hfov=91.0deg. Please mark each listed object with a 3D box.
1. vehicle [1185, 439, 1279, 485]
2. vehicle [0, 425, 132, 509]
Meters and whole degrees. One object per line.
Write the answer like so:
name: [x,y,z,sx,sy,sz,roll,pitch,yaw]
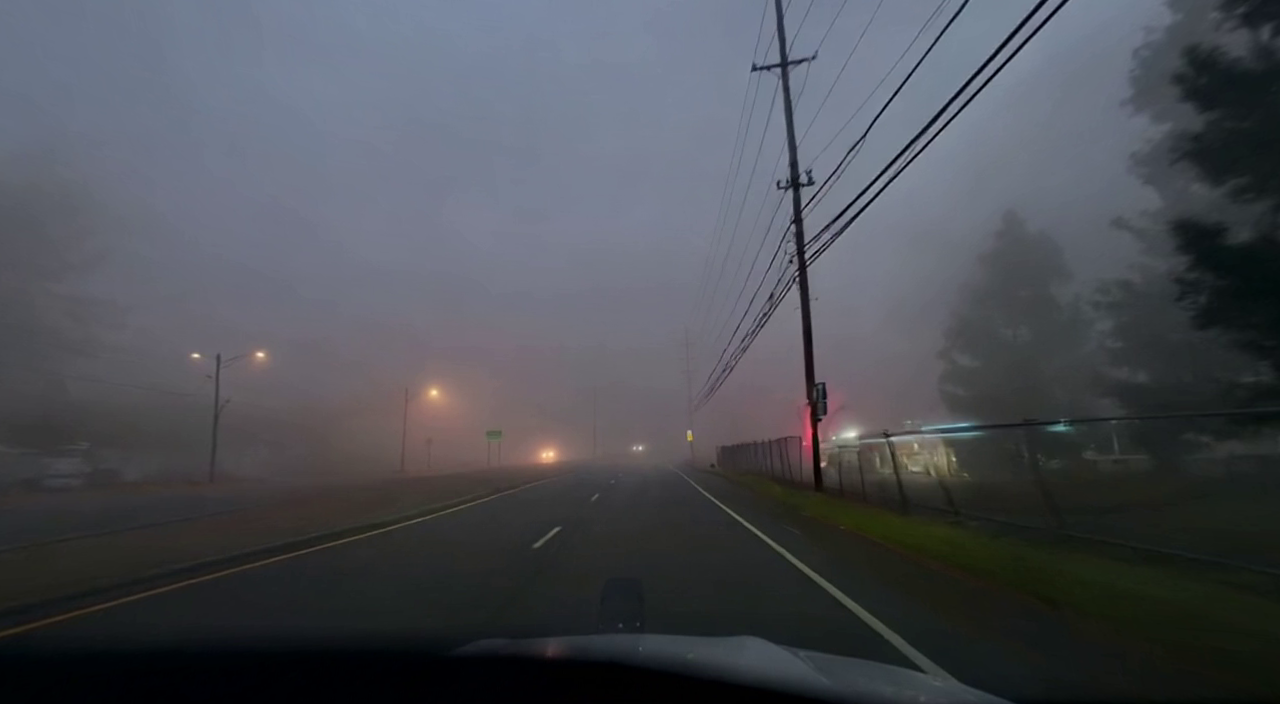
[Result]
vehicle: [26.115,4.635,26.665,1.915,1.741,5.301,-3,-10,10]
vehicle: [-30.779,5.658,31.106,2.974,3.806,10.161,-1,-9,-1]
